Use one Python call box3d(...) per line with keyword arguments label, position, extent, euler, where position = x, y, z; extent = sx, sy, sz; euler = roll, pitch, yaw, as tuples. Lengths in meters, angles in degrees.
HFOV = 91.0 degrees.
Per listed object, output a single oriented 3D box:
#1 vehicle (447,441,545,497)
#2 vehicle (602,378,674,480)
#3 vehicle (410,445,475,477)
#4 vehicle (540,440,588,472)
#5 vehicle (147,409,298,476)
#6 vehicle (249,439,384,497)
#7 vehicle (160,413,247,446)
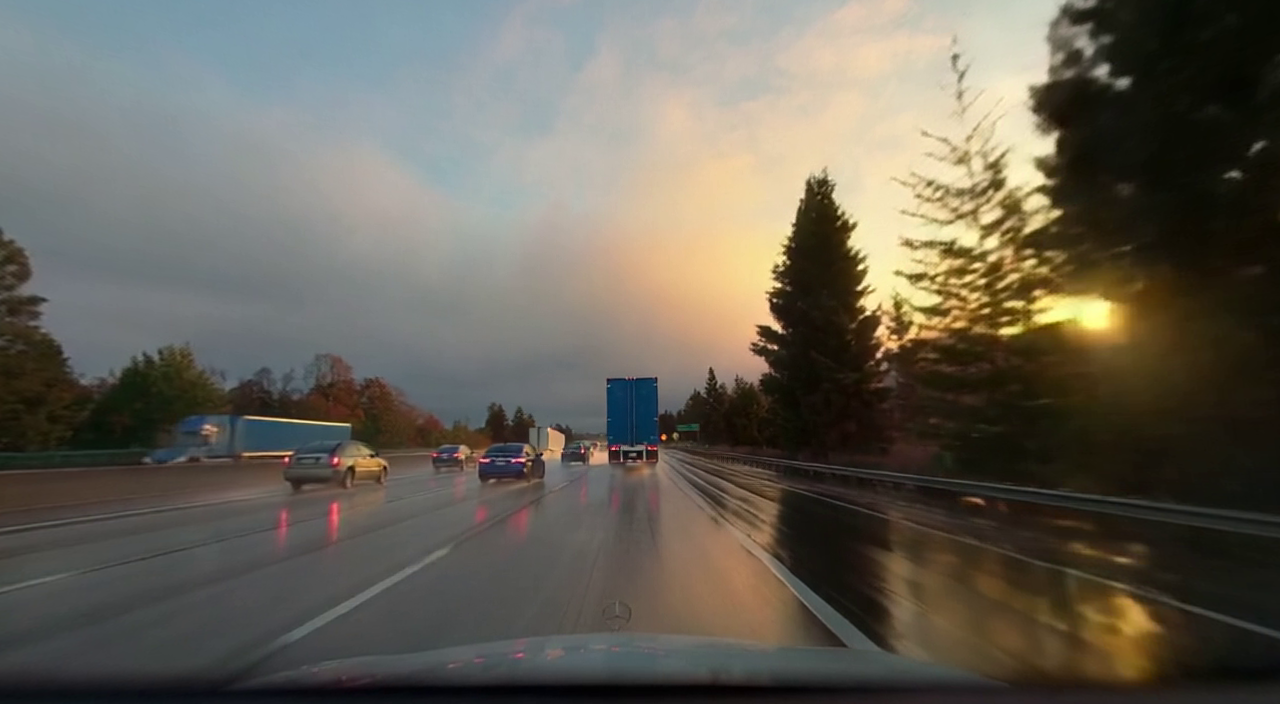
box3d(label="vehicle", position=(-4.458, 3.659, 20.183), extent=(2.164, 1.582, 3.979), euler=(0, -8, 0))
box3d(label="vehicle", position=(-0.338, 3.887, 31.001), extent=(2.913, 4.113, 10.724), euler=(0, -8, -3))
box3d(label="vehicle", position=(-9.898, 5.461, 31.887), extent=(1.863, 1.474, 4.278), euler=(0, -8, 0))
box3d(label="vehicle", position=(-4.171, 5.768, 35.152), extent=(2.158, 1.680, 4.087), euler=(0, -8, 1))
box3d(label="vehicle", position=(-25.592, 5.676, 39.508), extent=(2.852, 3.598, 9.886), euler=(0, -8, -1))
box3d(label="vehicle", position=(-9.864, 3.533, 19.613), extent=(1.952, 1.590, 4.090), euler=(-1, -8, 1))
box3d(label="vehicle", position=(-25.544, 4.510, 37.027), extent=(1.864, 1.509, 4.454), euler=(-10, -6, -1))
